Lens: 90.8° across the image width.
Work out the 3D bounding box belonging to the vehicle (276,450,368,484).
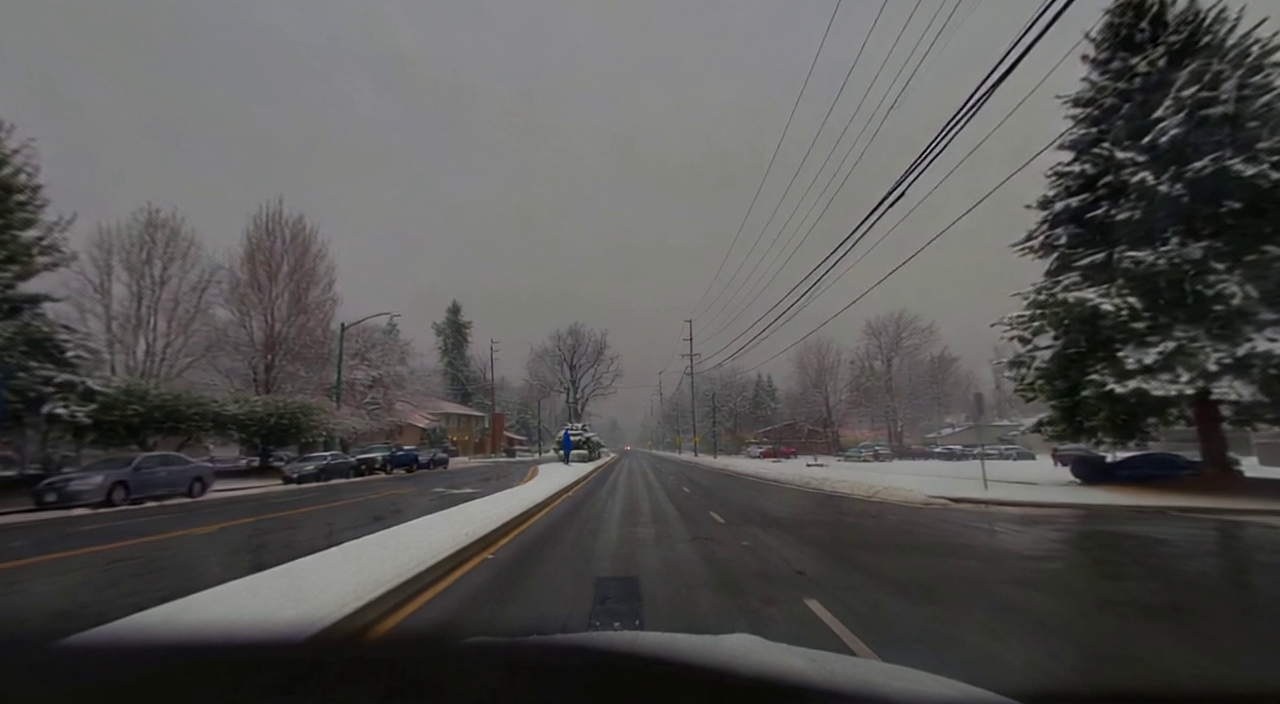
[{"bbox_3d":[-15.321,5.545,30.779,2.058,1.479,4.519,0,-8,1],"label":"vehicle"}]

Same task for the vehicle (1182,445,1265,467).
[{"bbox_3d":[40.285,7.172,43.718,1.707,1.473,3.778,2,-9,-16],"label":"vehicle"}]

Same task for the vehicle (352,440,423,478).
[{"bbox_3d":[-15.119,6.396,38.139,2.298,1.979,4.920,-3,-8,0],"label":"vehicle"}]

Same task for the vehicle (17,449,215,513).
[{"bbox_3d":[-15.412,3.764,19.026,2.029,1.520,4.615,-4,-8,1],"label":"vehicle"}]

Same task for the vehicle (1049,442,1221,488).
[{"bbox_3d":[17.850,4.066,22.938,4.567,1.535,2.156,1,-9,-6],"label":"vehicle"}]
